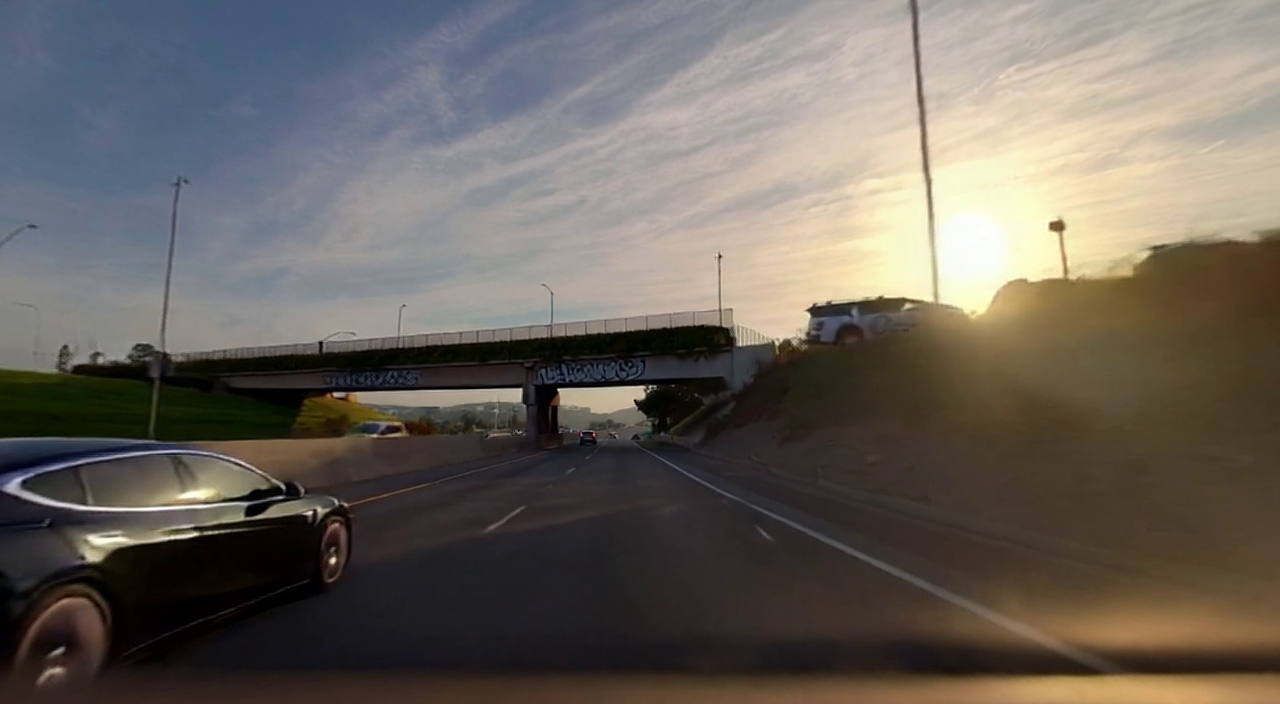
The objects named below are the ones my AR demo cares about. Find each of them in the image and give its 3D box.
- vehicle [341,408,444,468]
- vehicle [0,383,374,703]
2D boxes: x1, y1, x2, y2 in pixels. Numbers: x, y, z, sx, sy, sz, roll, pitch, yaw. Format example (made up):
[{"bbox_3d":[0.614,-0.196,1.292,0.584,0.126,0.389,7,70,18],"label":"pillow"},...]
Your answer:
[{"bbox_3d":[-10.145,3.582,26.360,2.240,2.254,5.250,0,-8,-1],"label":"vehicle"},{"bbox_3d":[-3.449,1.043,3.383,2.108,1.555,4.574,0,-8,-1],"label":"vehicle"}]
